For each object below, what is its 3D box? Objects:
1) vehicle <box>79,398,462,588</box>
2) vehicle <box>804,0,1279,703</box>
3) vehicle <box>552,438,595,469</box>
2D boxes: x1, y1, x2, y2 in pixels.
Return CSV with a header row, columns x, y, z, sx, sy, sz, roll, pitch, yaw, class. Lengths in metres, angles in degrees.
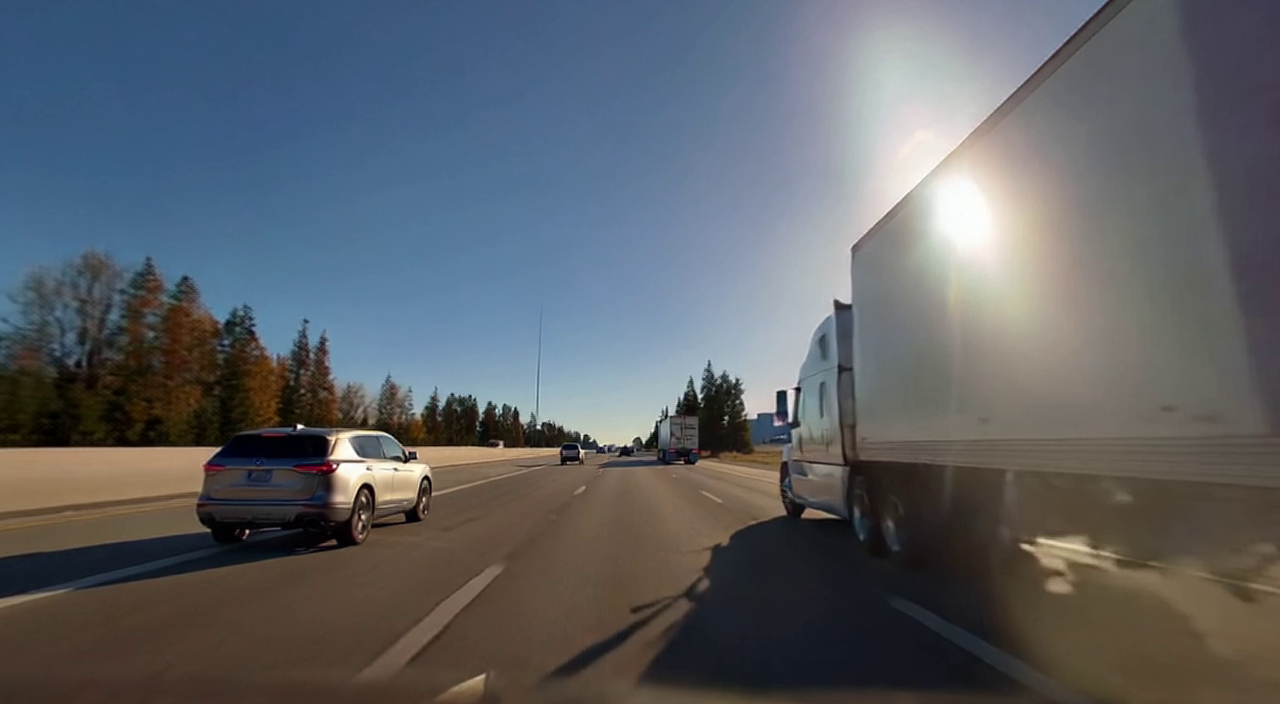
x,y,z,sx,sy,sz,roll,pitch,yaw,class
-4.124,1.668,8.256,2.202,1.760,4.617,0,-9,0,vehicle
4.286,-0.284,3.114,2.933,4.016,13.949,0,-9,-1,vehicle
-3.961,6.144,38.201,2.139,1.716,4.530,0,-9,-1,vehicle
